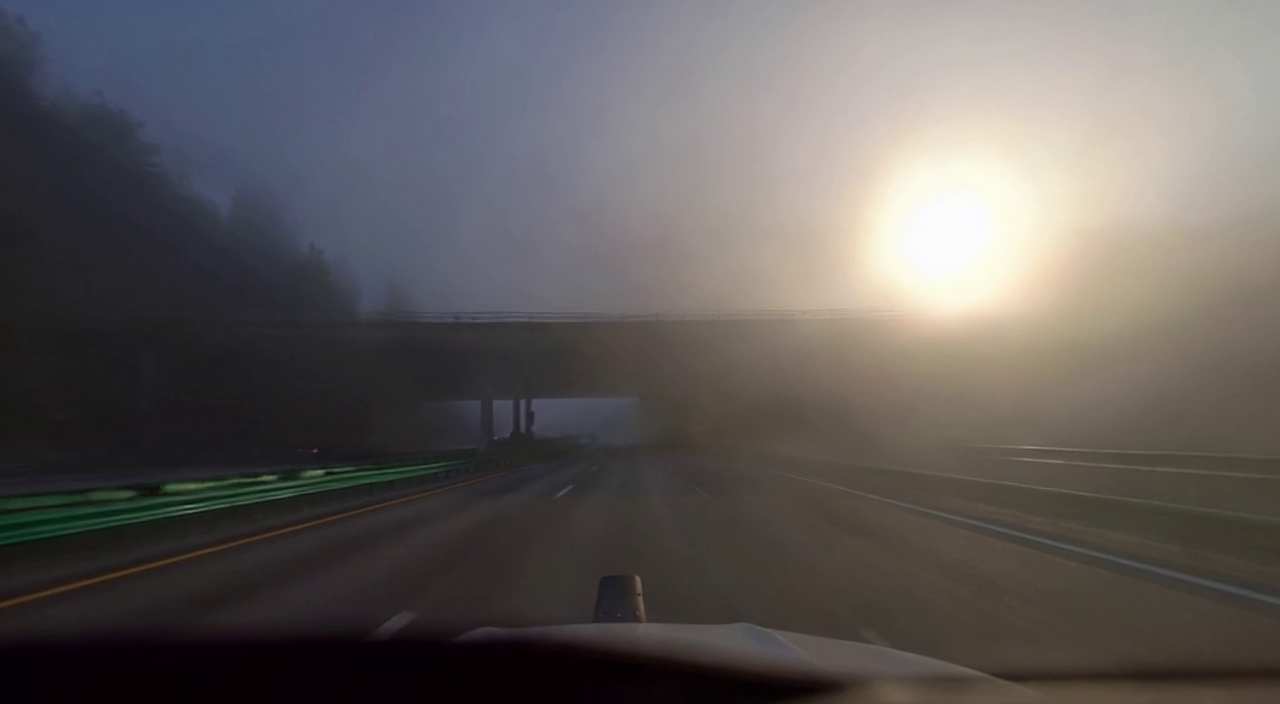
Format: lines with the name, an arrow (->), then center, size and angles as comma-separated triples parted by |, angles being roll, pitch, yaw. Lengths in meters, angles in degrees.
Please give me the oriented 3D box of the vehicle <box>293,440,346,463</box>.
vehicle -> -22.594, 6.990, 44.500 | 1.863, 1.490, 3.869 | 0, -8, -3
